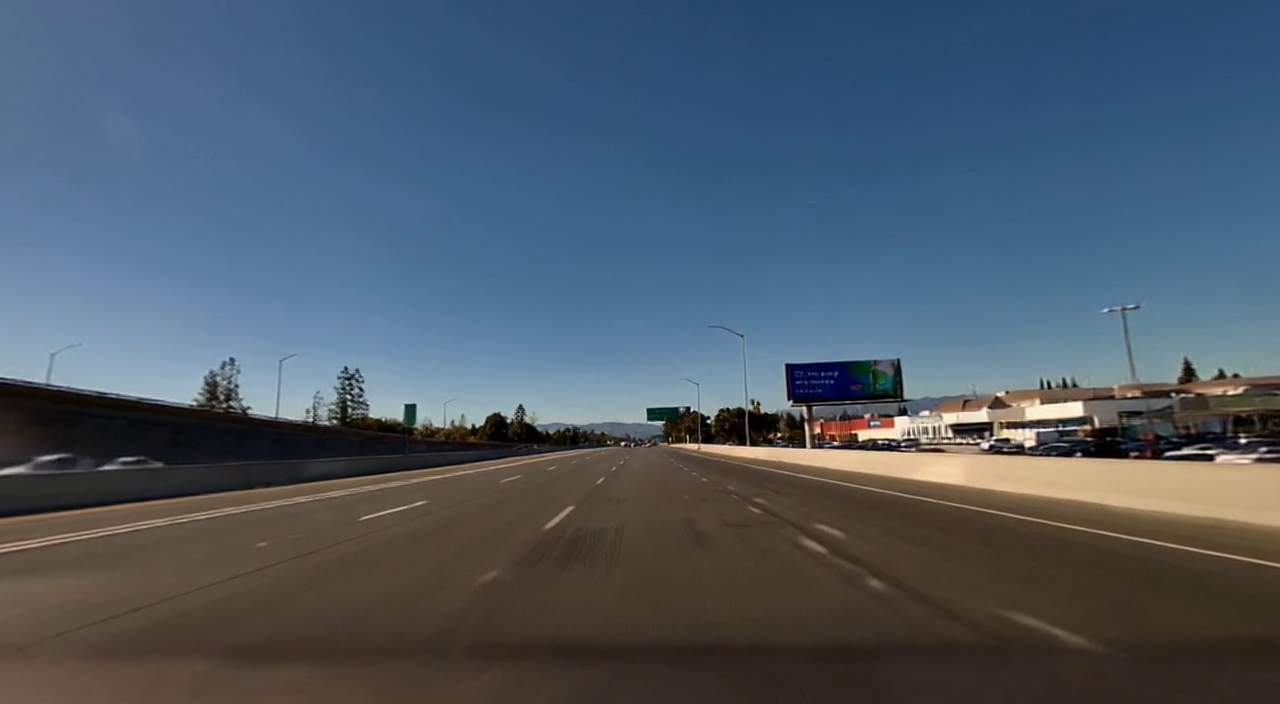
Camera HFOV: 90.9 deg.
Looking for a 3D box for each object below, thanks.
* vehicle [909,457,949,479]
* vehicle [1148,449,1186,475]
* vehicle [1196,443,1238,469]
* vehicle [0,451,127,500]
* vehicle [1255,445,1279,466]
[{"bbox_3d":[20.026,8.019,43.569,1.677,1.342,3.266,-6,-10,38],"label":"vehicle"},{"bbox_3d":[34.636,7.187,41.408,1.680,1.523,3.951,-7,-10,40],"label":"vehicle"},{"bbox_3d":[42.610,7.661,46.508,4.792,1.577,1.849,4,-11,-45],"label":"vehicle"},{"bbox_3d":[-20.667,4.194,21.788,2.077,1.437,4.430,0,-8,1],"label":"vehicle"},{"bbox_3d":[45.646,7.420,45.495,1.650,1.436,3.719,-7,-11,43],"label":"vehicle"}]
